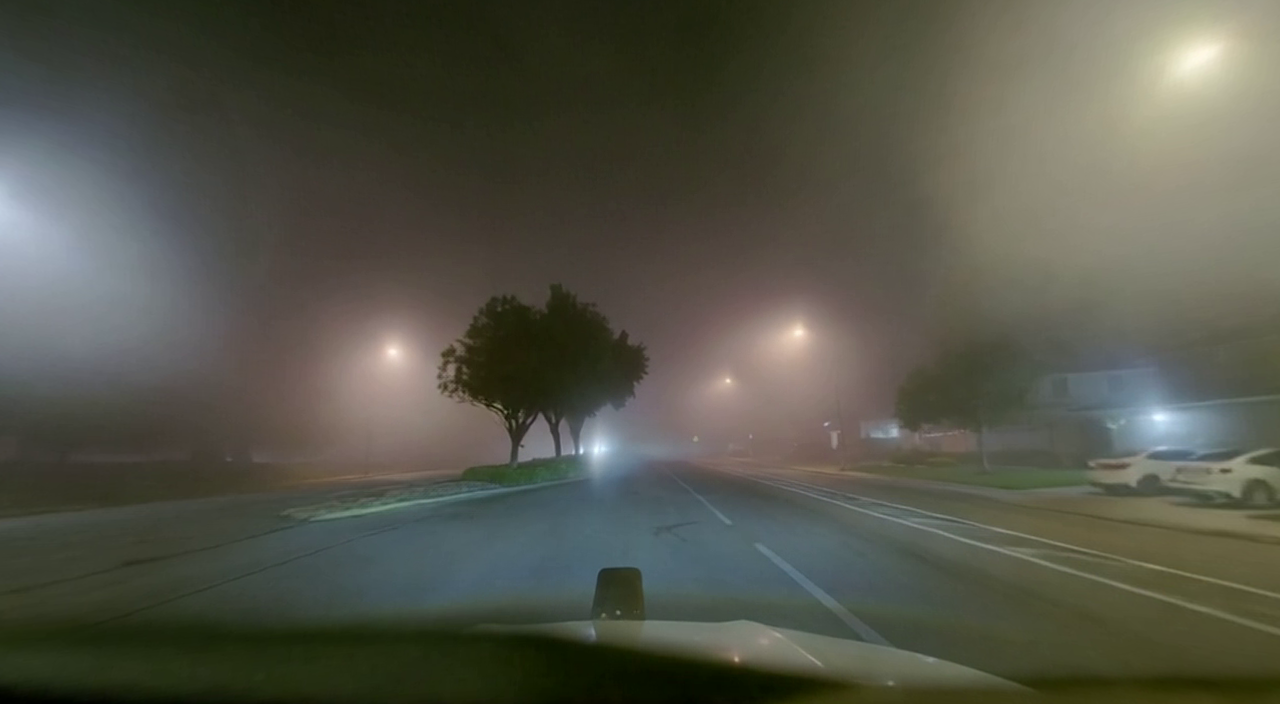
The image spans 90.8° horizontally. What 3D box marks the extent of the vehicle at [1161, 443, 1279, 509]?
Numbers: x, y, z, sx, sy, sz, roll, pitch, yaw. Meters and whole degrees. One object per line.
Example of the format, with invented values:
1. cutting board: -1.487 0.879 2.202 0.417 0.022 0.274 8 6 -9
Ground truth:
1. vehicle: 15.774 2.957 15.255 4.592 1.472 2.009 0 -9 -1
